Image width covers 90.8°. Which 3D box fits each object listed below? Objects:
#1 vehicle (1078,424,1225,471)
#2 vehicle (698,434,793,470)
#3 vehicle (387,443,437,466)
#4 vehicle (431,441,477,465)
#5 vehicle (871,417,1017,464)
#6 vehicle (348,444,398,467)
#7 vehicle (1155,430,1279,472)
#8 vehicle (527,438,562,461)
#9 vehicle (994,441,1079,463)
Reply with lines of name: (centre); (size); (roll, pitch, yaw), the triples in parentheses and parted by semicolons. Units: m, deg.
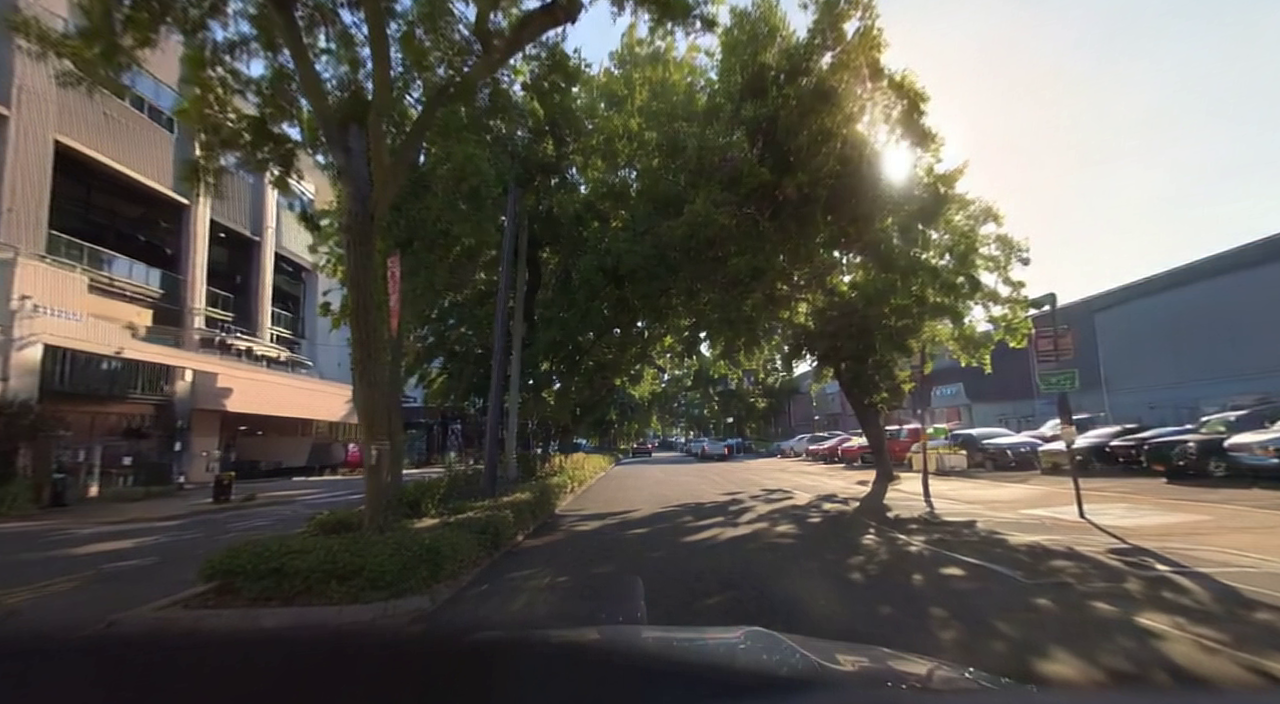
vehicle: (26.004, 4.879, 32.284); (5.596, 2.168, 2.307); (2, -8, -3)
vehicle: (5.416, 5.083, 32.217); (4.626, 1.723, 1.939); (5, -10, -32)
vehicle: (-16.632, 7.509, 46.340); (1.850, 1.531, 4.256); (0, -7, 4)
vehicle: (-13.768, 7.450, 46.994); (1.888, 1.657, 4.138); (0, -7, 5)
vehicle: (13.940, 4.096, 29.271); (5.540, 2.045, 2.259); (0, -8, -2)
vehicle: (-19.651, 7.613, 46.702); (1.880, 1.617, 3.870); (-1, -8, 2)
vehicle: (26.792, 4.511, 28.874); (4.591, 1.808, 2.016); (0, -9, 0)
vehicle: (-7.257, 7.479, 48.583); (1.993, 1.640, 4.457); (0, -8, 0)
vehicle: (26.816, 6.789, 42.830); (4.558, 1.452, 1.790); (0, -8, -1)
